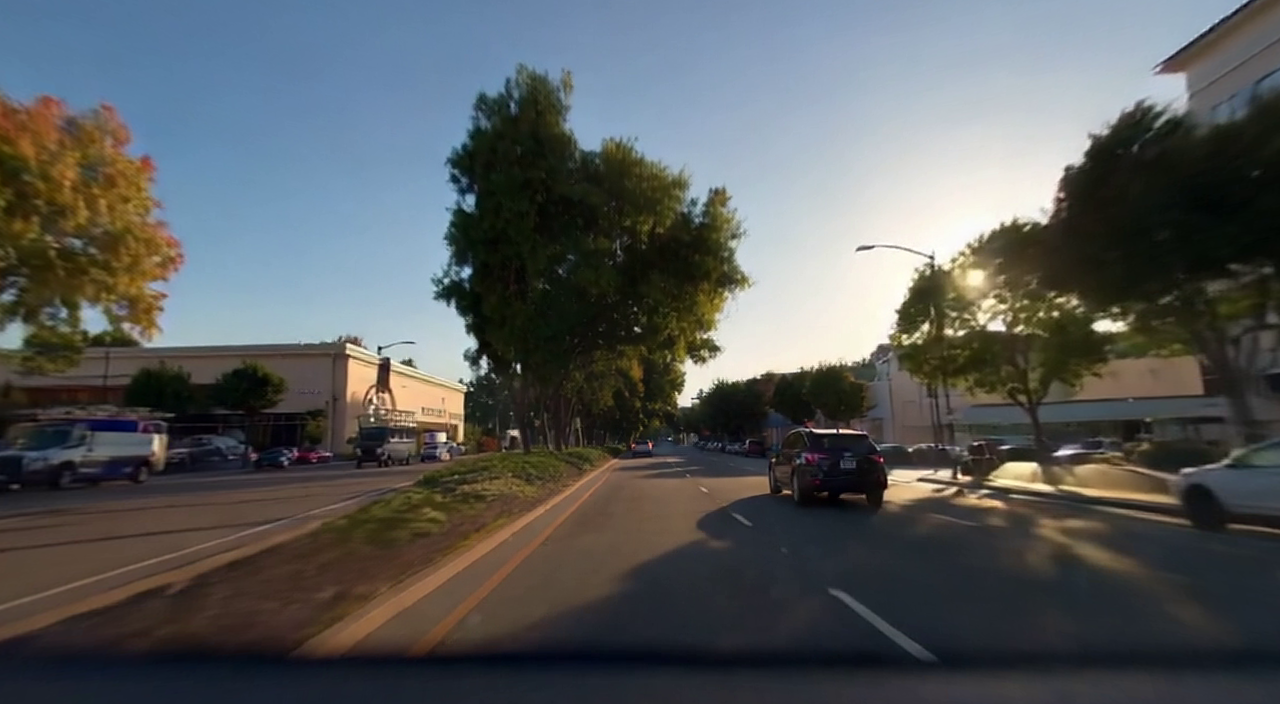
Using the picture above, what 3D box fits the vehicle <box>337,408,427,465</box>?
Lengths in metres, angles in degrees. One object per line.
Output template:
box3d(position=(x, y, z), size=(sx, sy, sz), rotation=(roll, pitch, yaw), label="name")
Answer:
box3d(position=(-18.761, 6.286, 46.588), size=(3.086, 3.767, 8.298), rotation=(0, -8, 0), label="vehicle")

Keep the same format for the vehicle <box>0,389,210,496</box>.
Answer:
box3d(position=(-19.163, 3.256, 22.717), size=(2.811, 3.326, 6.083), rotation=(0, -8, 1), label="vehicle")

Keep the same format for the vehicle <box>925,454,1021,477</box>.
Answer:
box3d(position=(20.172, 6.887, 38.347), size=(4.671, 1.349, 1.976), rotation=(0, -8, -1), label="vehicle")

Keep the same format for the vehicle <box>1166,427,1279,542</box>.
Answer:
box3d(position=(10.413, 1.871, 8.795), size=(2.078, 1.668, 4.654), rotation=(0, -8, 0), label="vehicle")

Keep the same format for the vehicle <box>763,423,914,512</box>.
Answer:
box3d(position=(4.126, 2.464, 13.869), size=(2.072, 1.669, 3.836), rotation=(0, -8, 0), label="vehicle")
